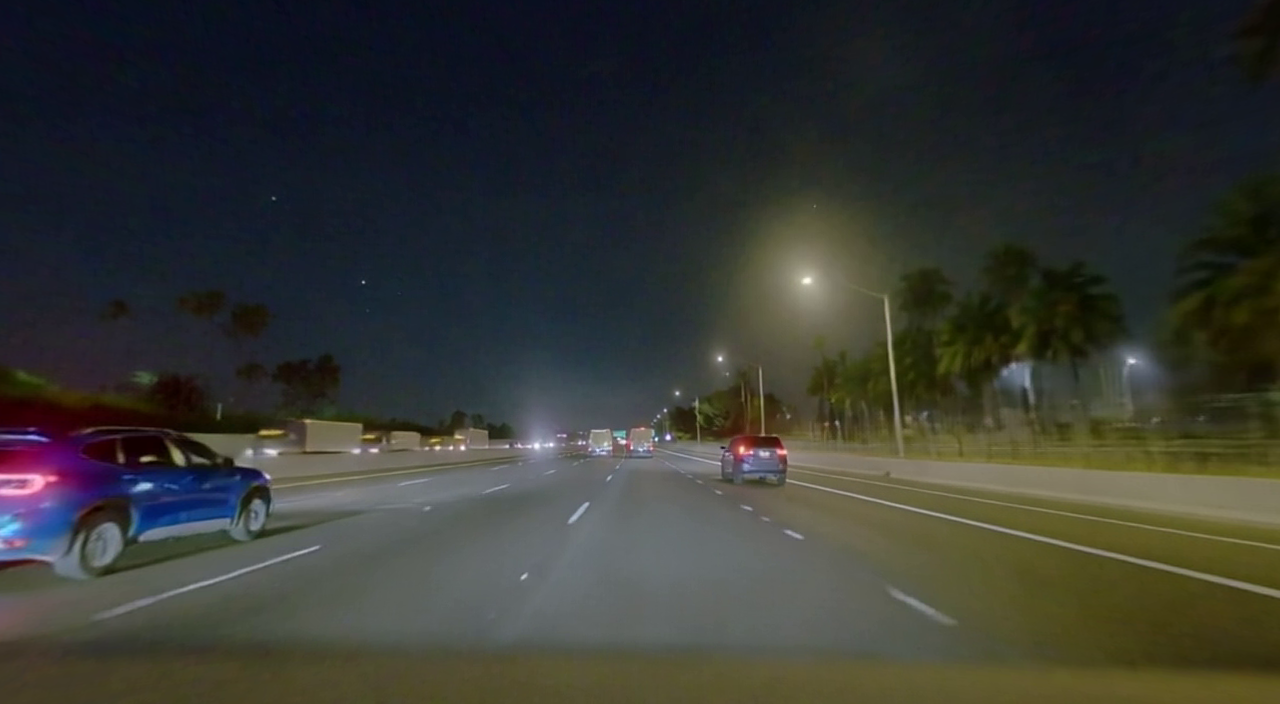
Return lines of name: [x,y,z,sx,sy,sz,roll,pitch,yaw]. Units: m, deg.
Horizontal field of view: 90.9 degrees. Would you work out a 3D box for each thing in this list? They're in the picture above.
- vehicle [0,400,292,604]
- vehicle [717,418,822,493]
vehicle: [-6.763,1.621,7.638,2.289,1.774,4.871,0,-8,0]
vehicle: [4.165,3.436,21.301,2.408,2.210,4.999,0,-8,-1]
